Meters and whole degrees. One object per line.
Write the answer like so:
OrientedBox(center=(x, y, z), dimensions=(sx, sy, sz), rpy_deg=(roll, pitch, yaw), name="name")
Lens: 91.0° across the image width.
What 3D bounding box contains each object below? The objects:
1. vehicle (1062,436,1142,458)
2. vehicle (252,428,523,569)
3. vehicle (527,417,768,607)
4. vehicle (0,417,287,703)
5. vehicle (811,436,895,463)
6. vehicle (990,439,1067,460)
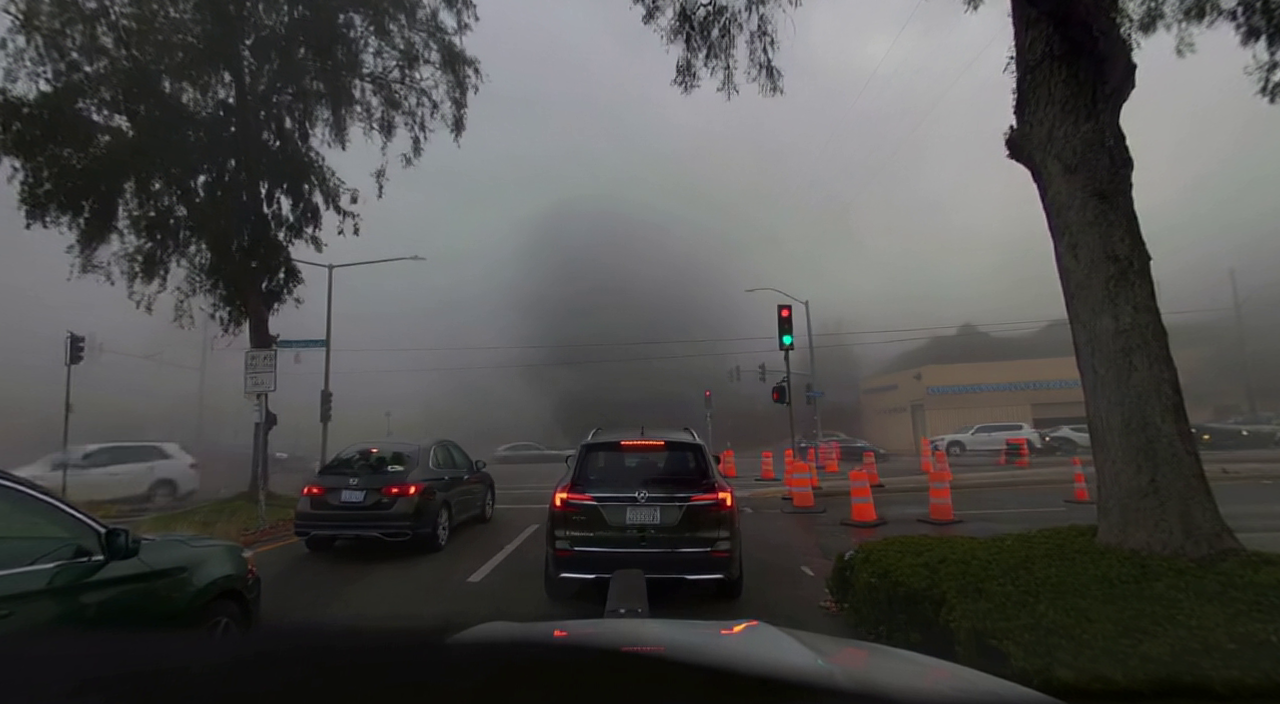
OrientedBox(center=(36.624, 7.559, 49.997), dimensions=(4.791, 1.635, 1.857), rpy_deg=(0, -9, 1), name="vehicle")
OrientedBox(center=(-3.277, 1.997, 9.447), dimensions=(1.989, 1.541, 4.626), rpy_deg=(0, -9, 2), name="vehicle")
OrientedBox(center=(0.103, 1.627, 7.211), dimensions=(2.021, 1.560, 3.676), rpy_deg=(0, -9, 1), name="vehicle")
OrientedBox(center=(-3.591, 0.950, 2.143), dimensions=(1.964, 1.497, 4.722), rpy_deg=(0, -9, 1), name="vehicle")
OrientedBox(center=(13.809, 6.363, 41.053), dimensions=(4.805, 1.688, 1.923), rpy_deg=(-2, -9, 7), name="vehicle")
OrientedBox(center=(29.070, 7.327, 47.232), dimensions=(4.581, 1.480, 1.752), rpy_deg=(1, -9, 0), name="vehicle")
